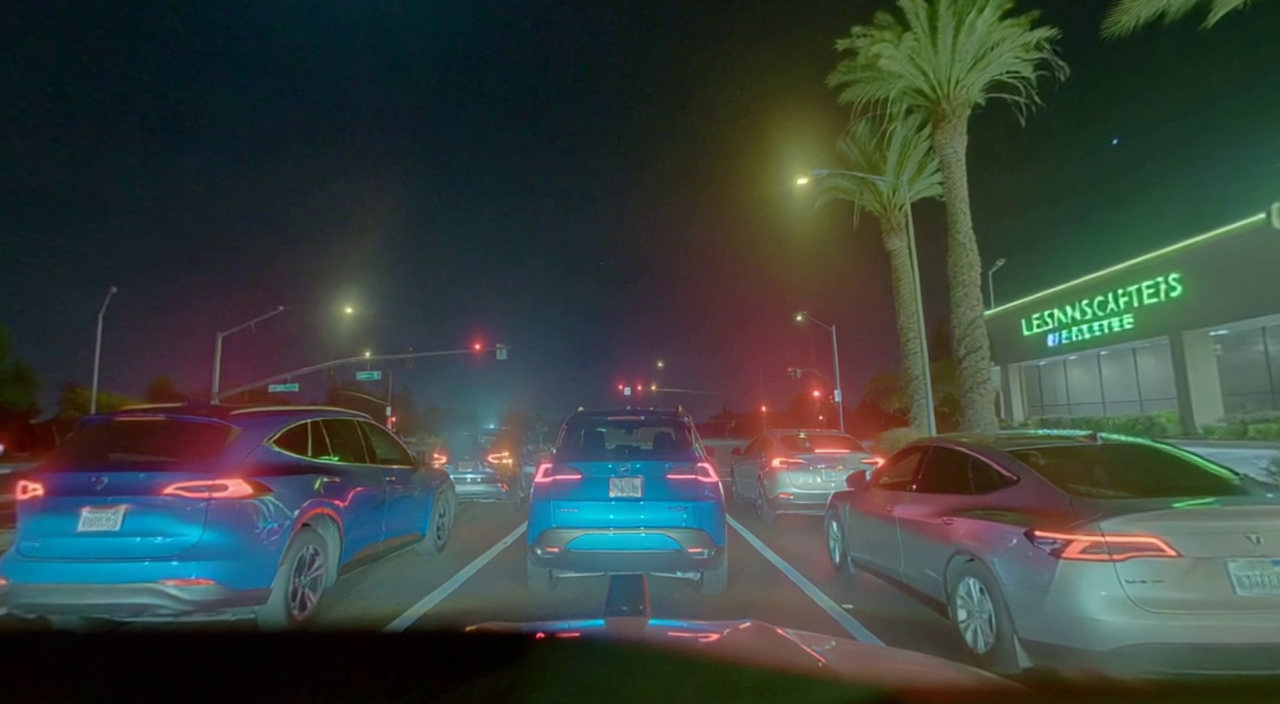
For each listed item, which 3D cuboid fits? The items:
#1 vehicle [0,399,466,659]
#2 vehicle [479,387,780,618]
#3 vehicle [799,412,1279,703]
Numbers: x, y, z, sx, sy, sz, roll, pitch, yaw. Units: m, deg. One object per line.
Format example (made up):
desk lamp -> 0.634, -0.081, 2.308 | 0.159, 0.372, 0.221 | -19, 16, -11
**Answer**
vehicle -> -3.354, 1.383, 6.049 | 2.014, 1.534, 4.455 | 0, -8, 1
vehicle -> -0.136, 1.465, 7.064 | 2.280, 1.747, 4.361 | 0, -8, -2
vehicle -> 2.964, 1.372, 5.257 | 2.017, 1.491, 4.611 | 0, -8, -1
